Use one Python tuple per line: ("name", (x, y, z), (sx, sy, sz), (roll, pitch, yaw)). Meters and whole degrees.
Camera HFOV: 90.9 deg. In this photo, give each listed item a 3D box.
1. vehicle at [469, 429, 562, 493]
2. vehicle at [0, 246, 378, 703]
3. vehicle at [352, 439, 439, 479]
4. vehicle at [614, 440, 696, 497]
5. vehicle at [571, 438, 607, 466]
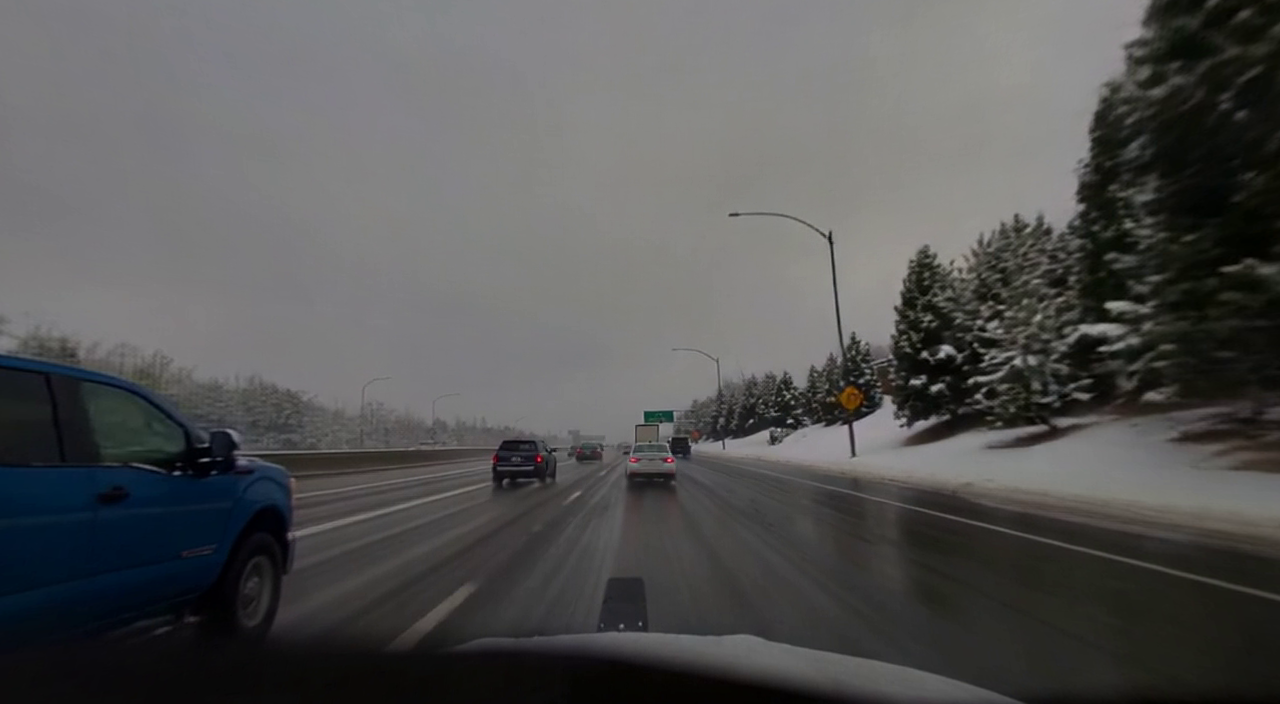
("vehicle", (-3.654, 3.294, 19.352), (1.903, 1.721, 4.210), (0, -8, 1))
("vehicle", (-3.459, 0.668, 2.380), (2.269, 2.060, 5.933), (0, -8, 1))
("vehicle", (-10.437, 4.578, 27.292), (1.941, 1.602, 4.277), (0, -8, 2))
("vehicle", (0.380, 3.234, 17.943), (2.054, 1.421, 4.090), (0, -8, 0))
("vehicle", (-3.219, 6.429, 40.720), (1.897, 1.646, 4.049), (0, -8, 1))
